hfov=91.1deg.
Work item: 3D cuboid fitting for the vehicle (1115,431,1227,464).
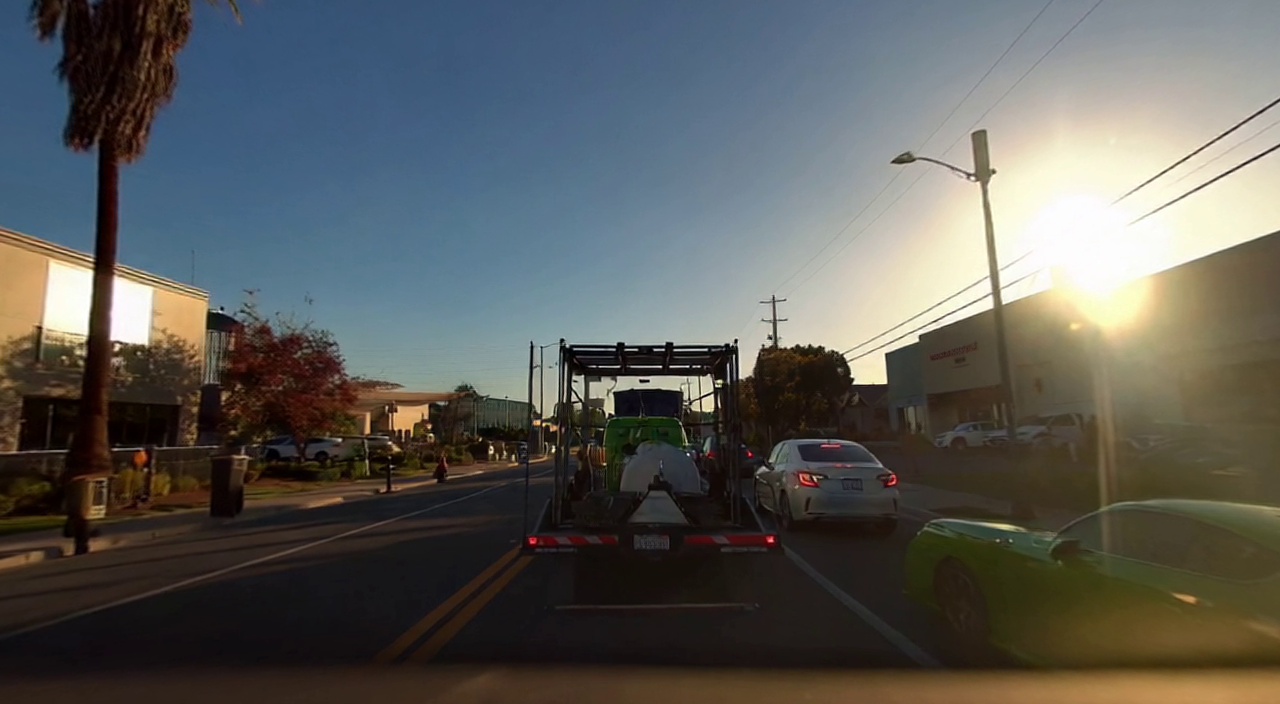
[{"bbox_3d":[28.555,5.163,33.942,4.193,1.633,1.928,-4,-9,26],"label":"vehicle"}]

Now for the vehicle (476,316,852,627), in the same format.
[{"bbox_3d":[0.148,1.331,7.945,2.728,2.305,6.506,0,-8,0],"label":"vehicle"}]
